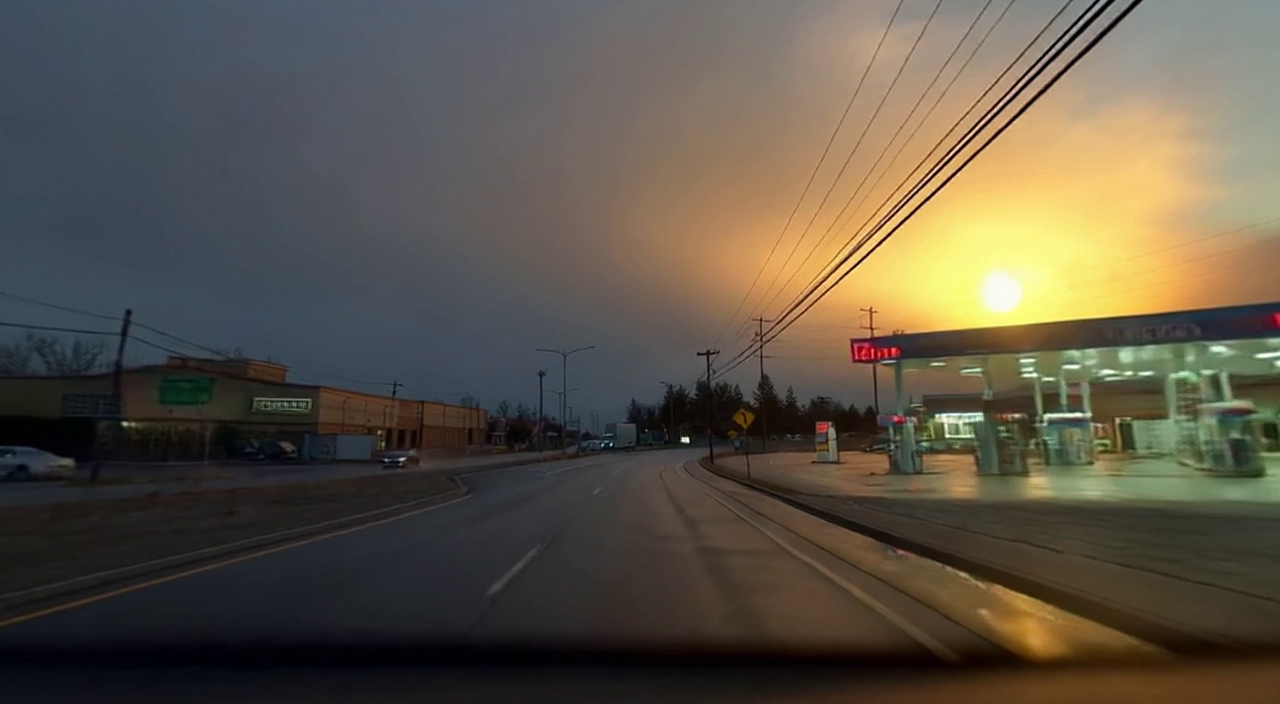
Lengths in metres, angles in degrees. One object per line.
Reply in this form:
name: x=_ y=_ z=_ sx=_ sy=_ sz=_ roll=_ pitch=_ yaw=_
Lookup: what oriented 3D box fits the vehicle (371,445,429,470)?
vehicle: x=-17.051 y=7.521 z=44.992 sx=2.011 sy=1.646 sz=4.522 roll=-1 pitch=-9 yaw=5
